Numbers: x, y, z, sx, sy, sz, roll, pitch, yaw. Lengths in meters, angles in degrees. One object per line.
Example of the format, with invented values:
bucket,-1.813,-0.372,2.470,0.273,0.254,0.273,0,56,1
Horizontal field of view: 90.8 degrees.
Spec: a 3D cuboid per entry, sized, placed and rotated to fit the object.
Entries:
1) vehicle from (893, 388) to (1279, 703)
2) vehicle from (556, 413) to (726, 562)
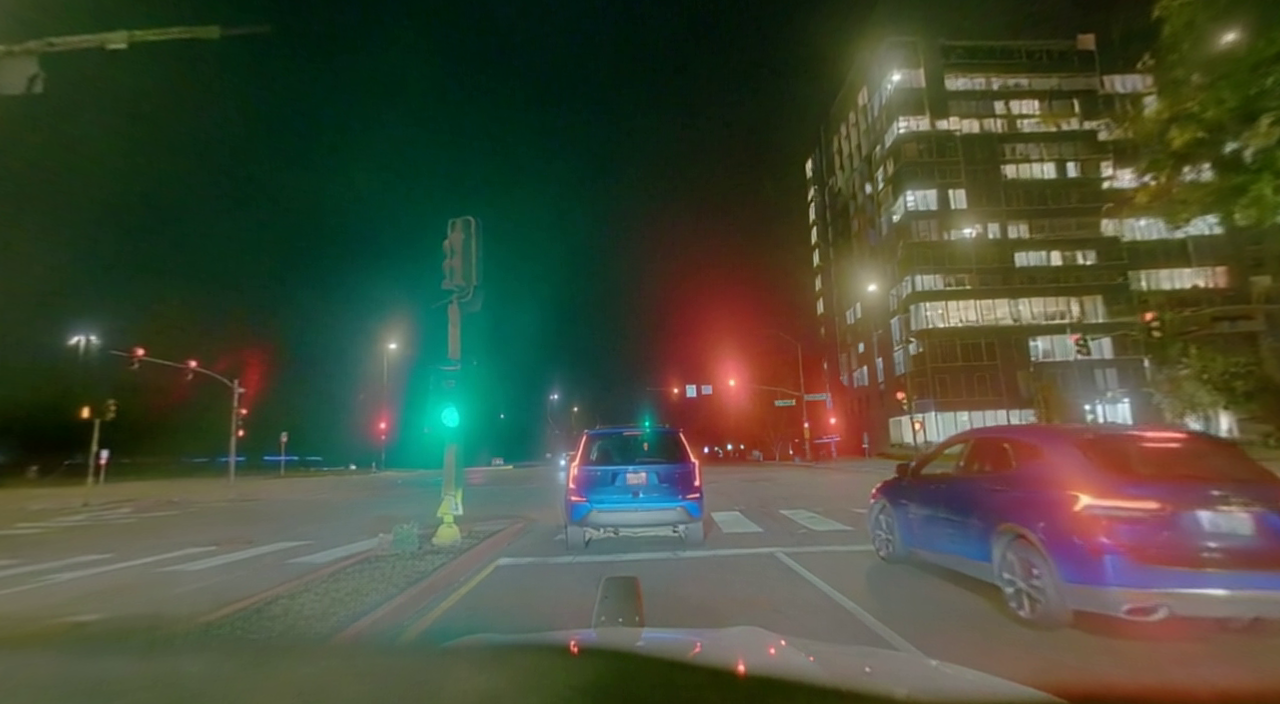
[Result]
vehicle,3.586,1.173,4.189,1.899,1.572,4.425,0,-9,-1
vehicle,-0.063,1.963,9.869,2.085,1.807,4.038,0,-8,-2
